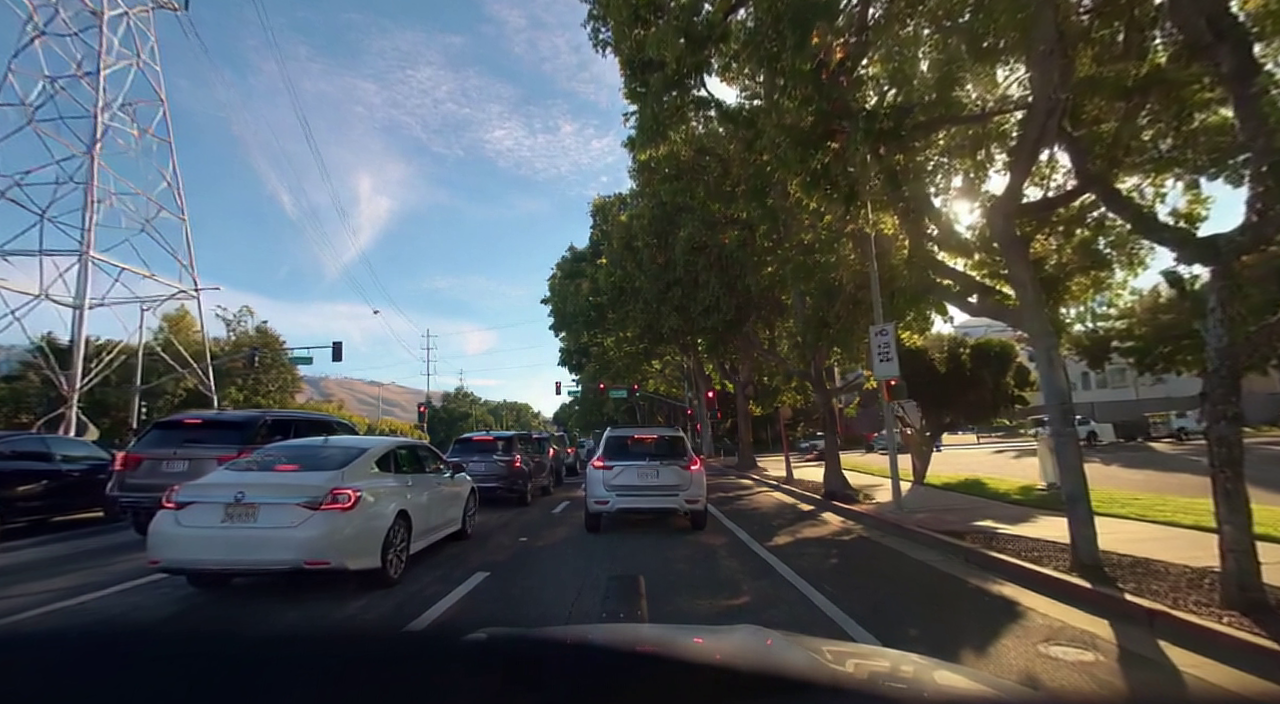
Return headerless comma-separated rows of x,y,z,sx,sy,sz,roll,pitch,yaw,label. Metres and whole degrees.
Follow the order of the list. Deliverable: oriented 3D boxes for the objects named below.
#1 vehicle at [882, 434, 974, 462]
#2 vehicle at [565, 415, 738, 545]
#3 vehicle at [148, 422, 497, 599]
15.077,5.036,33.171,3.858,1.437,1.899,1,-8,-5,vehicle
0.092,1.966,10.359,2.239,1.661,4.224,0,-8,-2,vehicle
-3.181,1.663,7.610,1.973,1.469,4.448,0,-8,-1,vehicle
